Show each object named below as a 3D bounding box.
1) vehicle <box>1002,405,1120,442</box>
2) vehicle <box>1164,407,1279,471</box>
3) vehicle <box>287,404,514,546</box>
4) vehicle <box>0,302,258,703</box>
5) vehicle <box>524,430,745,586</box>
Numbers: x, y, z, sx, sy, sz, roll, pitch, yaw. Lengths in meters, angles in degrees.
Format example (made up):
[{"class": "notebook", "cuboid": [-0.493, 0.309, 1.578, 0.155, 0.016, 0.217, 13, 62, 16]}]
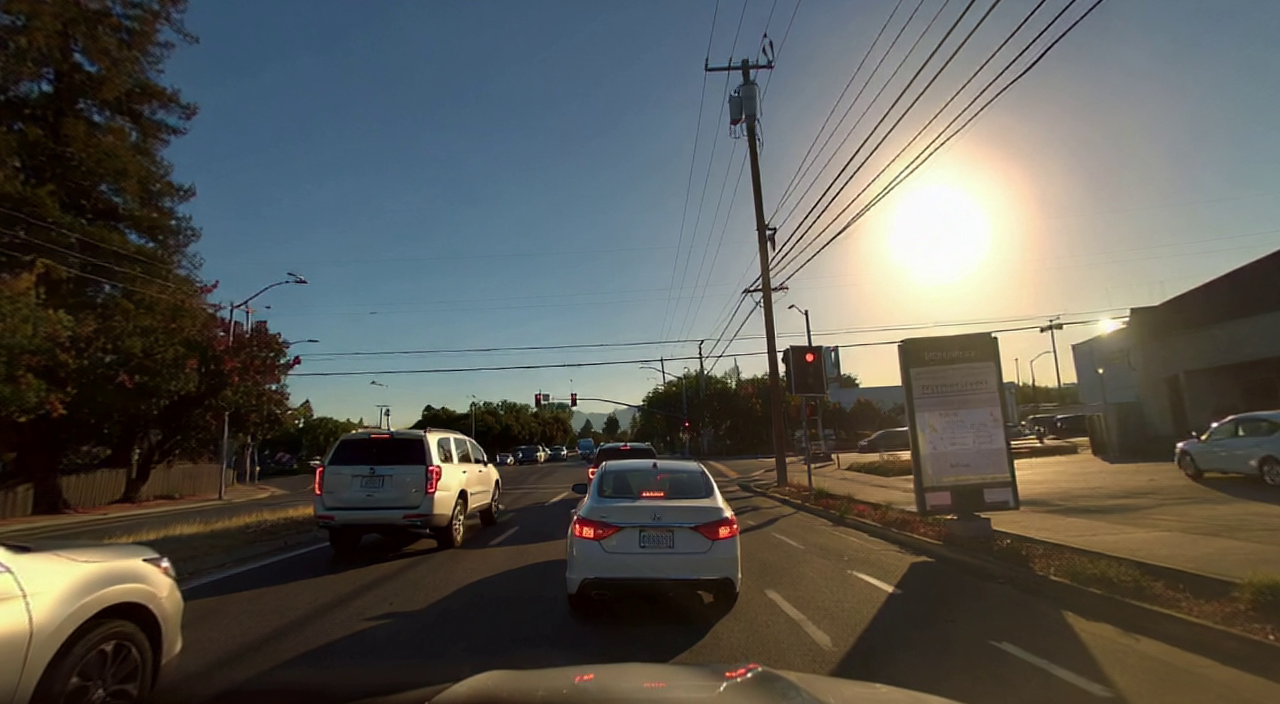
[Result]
[{"class": "vehicle", "cuboid": [26.860, 4.637, 40.497, 5.782, 2.286, 2.223, -1, -9, 4]}, {"class": "vehicle", "cuboid": [17.007, 2.538, 18.262, 1.858, 1.622, 4.491, -5, -10, 28]}, {"class": "vehicle", "cuboid": [-3.850, 2.088, 11.374, 2.147, 1.963, 4.927, 0, -8, 0]}, {"class": "vehicle", "cuboid": [-3.602, 0.637, 1.533, 2.085, 1.943, 5.053, 0, -8, 1]}, {"class": "vehicle", "cuboid": [-0.106, 1.802, 8.147, 2.121, 1.474, 3.968, 0, -8, -2]}]
